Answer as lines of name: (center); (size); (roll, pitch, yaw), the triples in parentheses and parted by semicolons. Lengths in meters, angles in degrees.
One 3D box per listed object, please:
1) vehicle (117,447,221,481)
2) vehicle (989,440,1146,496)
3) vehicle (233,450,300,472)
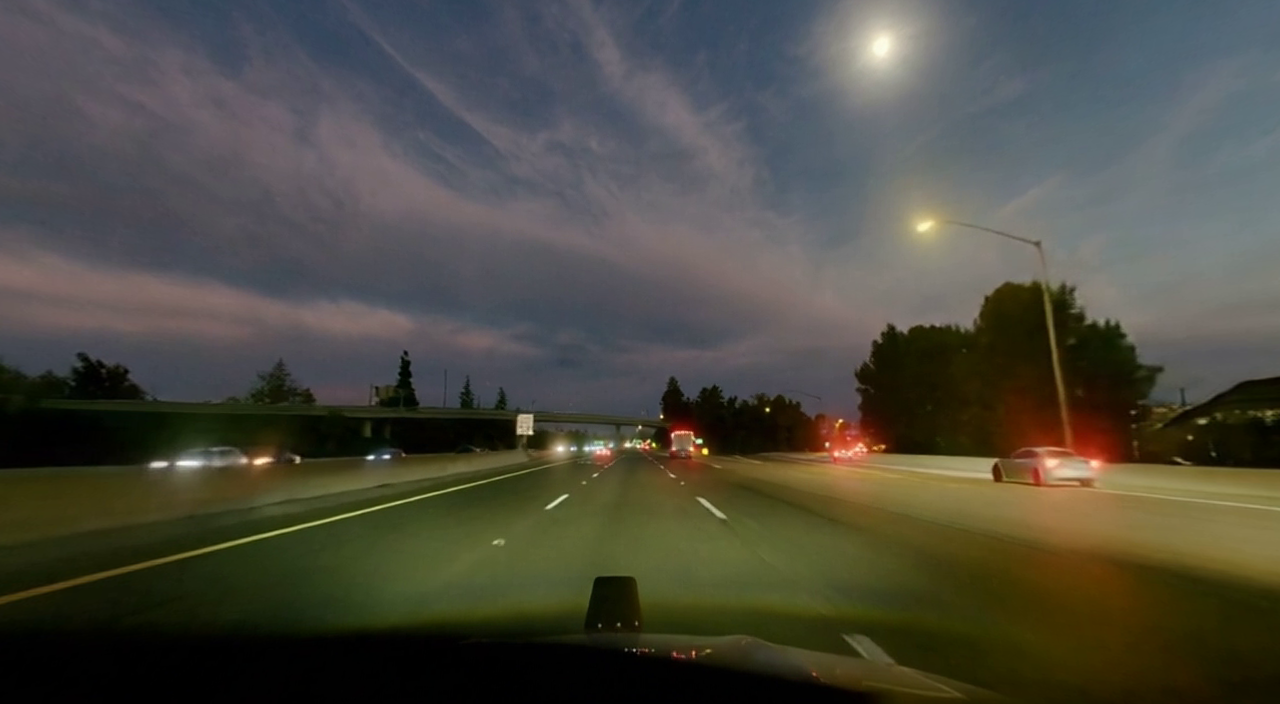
vehicle: (-22.934, 5.451, 30.977); (1.858, 1.549, 4.173); (0, -9, 0)
vehicle: (12.828, 3.477, 19.363); (1.878, 1.509, 4.327); (0, -9, 2)
vehicle: (-26.695, 7.764, 45.316); (1.909, 1.473, 4.754); (0, -9, 0)
